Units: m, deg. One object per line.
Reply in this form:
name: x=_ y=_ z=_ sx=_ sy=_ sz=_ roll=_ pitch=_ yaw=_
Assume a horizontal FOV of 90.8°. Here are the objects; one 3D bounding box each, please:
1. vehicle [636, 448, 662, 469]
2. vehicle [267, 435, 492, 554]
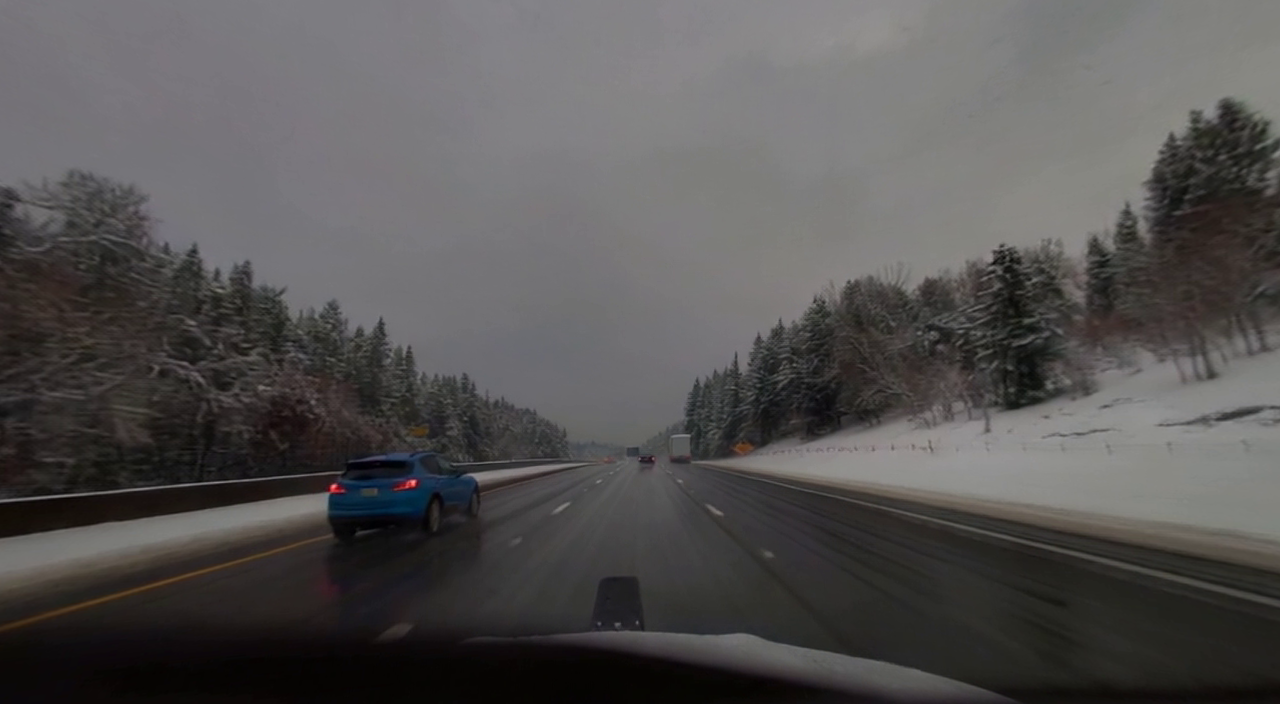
vehicle: x=0.697 y=8.371 z=49.751 sx=2.006 sy=1.586 sz=3.915 roll=0 pitch=-9 yaw=1
vehicle: x=-3.883 y=2.171 z=10.256 sx=1.927 sy=1.530 sz=3.874 roll=0 pitch=-9 yaw=1
